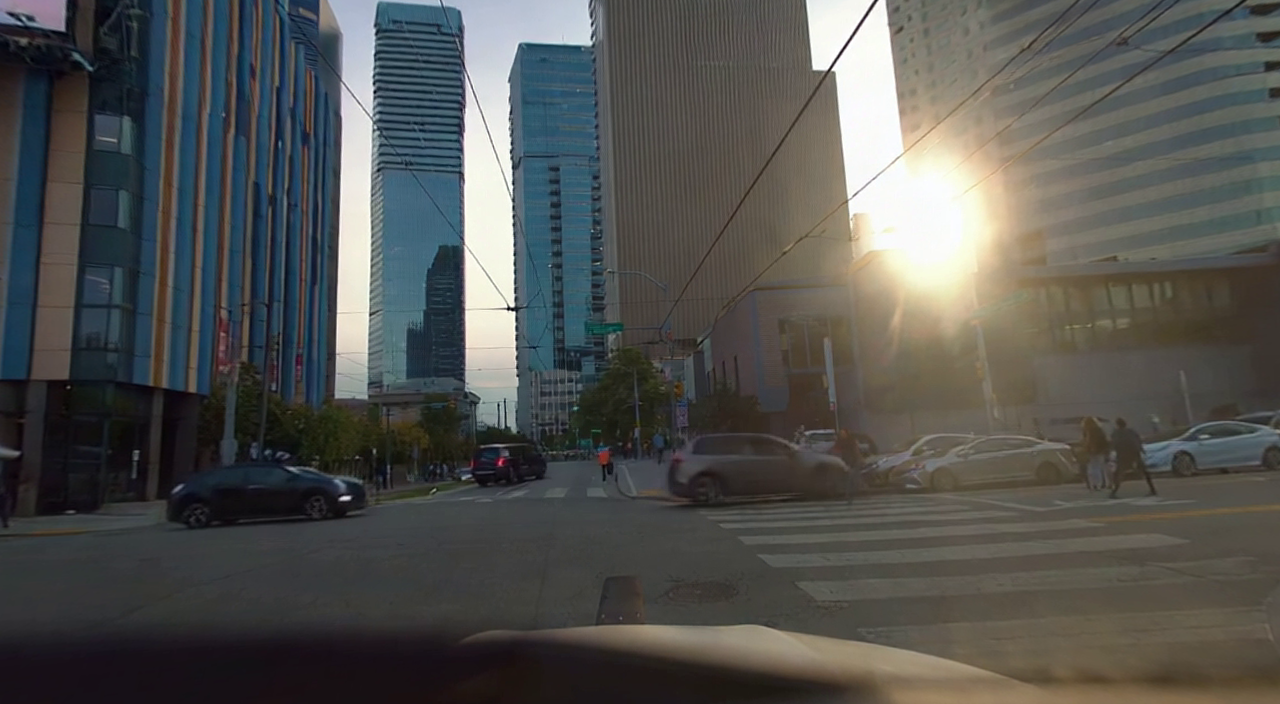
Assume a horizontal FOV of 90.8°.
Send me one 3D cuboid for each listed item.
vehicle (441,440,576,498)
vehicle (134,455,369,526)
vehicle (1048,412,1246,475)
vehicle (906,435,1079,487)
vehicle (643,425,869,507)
[{"bbox_3d":[-4.759,4.301,23.802,2.137,1.910,5.120,-5,-10,28],"label":"vehicle"},{"bbox_3d":[-9.682,3.456,16.092,4.637,1.624,1.927,0,-8,-3],"label":"vehicle"},{"bbox_3d":[16.755,3.046,21.070,4.944,1.946,1.952,0,-8,-3],"label":"vehicle"},{"bbox_3d":[11.390,3.524,20.557,4.697,1.510,1.596,0,-9,-4],"label":"vehicle"},{"bbox_3d":[2.514,2.640,14.560,4.629,1.696,2.098,1,-12,-7],"label":"vehicle"}]
